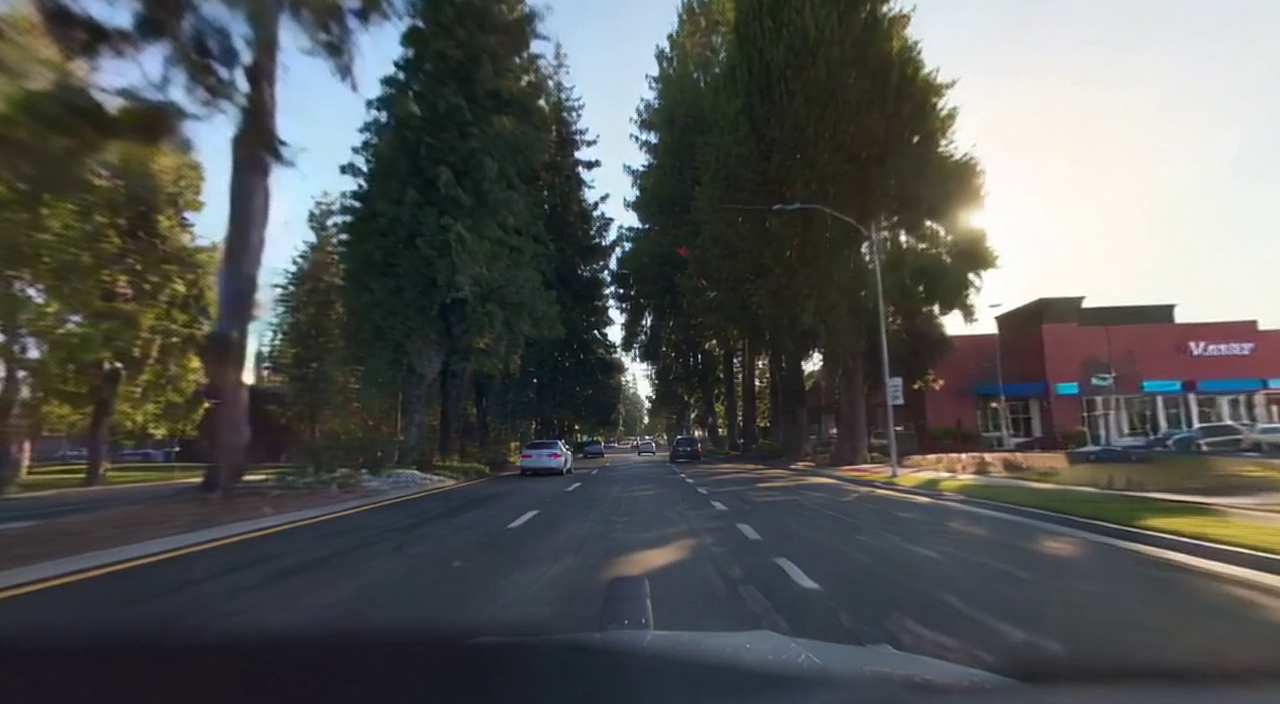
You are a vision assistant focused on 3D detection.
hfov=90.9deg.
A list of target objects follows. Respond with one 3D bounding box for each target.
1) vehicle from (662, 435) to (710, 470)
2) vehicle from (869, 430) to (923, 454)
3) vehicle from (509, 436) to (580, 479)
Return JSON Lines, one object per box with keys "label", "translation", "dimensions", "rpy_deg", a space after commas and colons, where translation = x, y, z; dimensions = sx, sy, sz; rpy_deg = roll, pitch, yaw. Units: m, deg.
{"label": "vehicle", "translation": [2.185, 4.892, 30.809], "dimensions": [1.922, 1.579, 3.642], "rpy_deg": [0, -8, -2]}
{"label": "vehicle", "translation": [16.031, 5.623, 39.646], "dimensions": [1.823, 1.413, 3.884], "rpy_deg": [0, -8, 1]}
{"label": "vehicle", "translation": [-3.581, 4.029, 24.394], "dimensions": [1.908, 1.481, 4.536], "rpy_deg": [0, -8, 2]}
